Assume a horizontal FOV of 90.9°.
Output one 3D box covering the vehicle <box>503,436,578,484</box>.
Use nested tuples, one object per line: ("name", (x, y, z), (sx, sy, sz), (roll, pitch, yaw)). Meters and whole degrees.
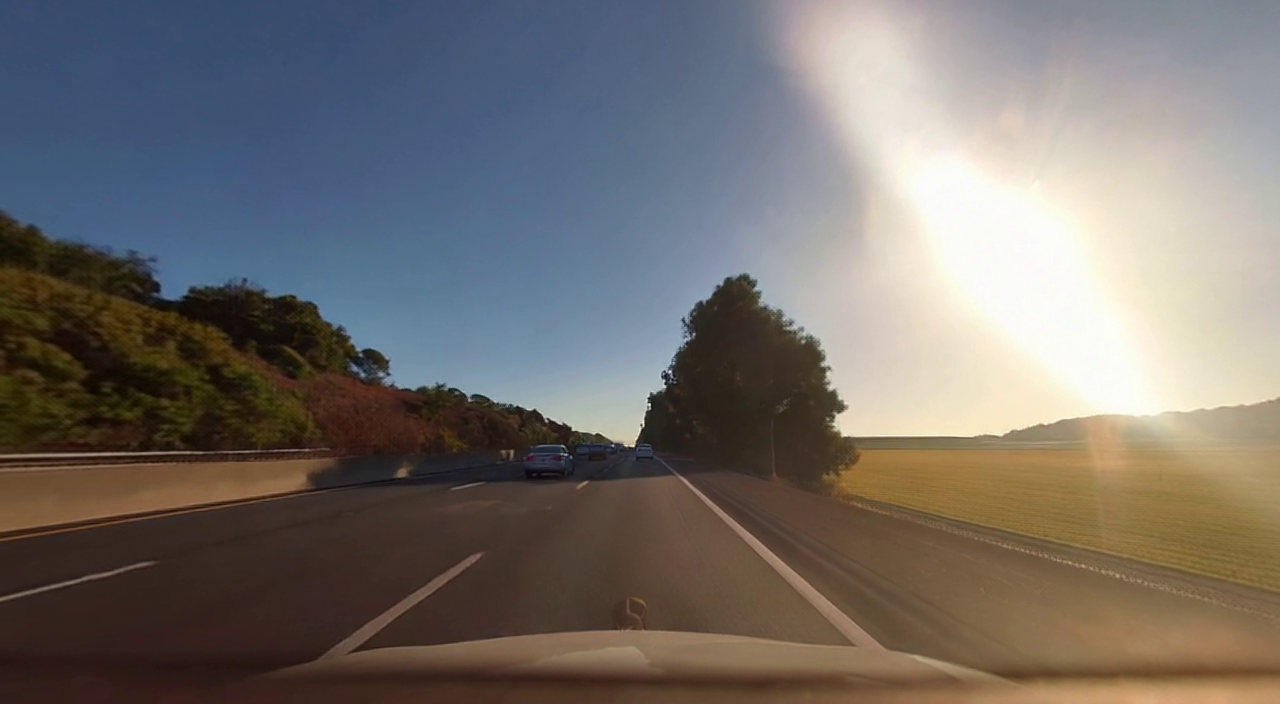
("vehicle", (-3.666, 4.066, 24.054), (2.028, 1.634, 4.441), (0, -8, 1))

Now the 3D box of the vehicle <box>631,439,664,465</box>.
("vehicle", (0.511, 7.026, 44.405), (2.259, 1.697, 4.106), (0, -8, 0))
